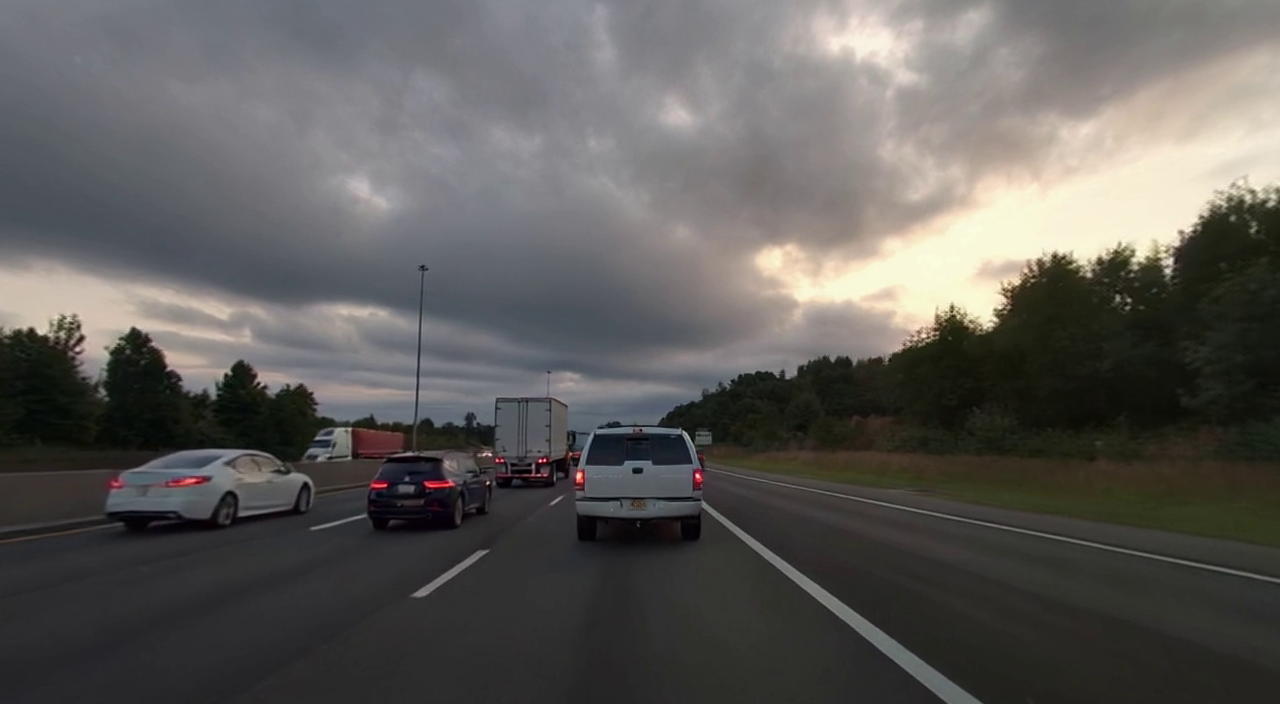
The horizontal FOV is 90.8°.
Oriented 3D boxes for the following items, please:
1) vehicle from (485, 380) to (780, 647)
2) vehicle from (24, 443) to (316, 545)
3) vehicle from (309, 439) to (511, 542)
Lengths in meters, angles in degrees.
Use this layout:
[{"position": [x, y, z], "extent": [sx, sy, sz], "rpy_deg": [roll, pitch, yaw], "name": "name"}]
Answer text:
[{"position": [-0.083, 1.356, 6.073], "extent": [1.995, 1.798, 3.380], "rpy_deg": [0, -9, -1], "name": "vehicle"}, {"position": [-8.137, 2.457, 11.665], "extent": [1.874, 1.470, 4.576], "rpy_deg": [0, -9, 0], "name": "vehicle"}, {"position": [-3.904, 2.421, 11.703], "extent": [1.986, 1.501, 4.407], "rpy_deg": [-1, -9, 1], "name": "vehicle"}]
